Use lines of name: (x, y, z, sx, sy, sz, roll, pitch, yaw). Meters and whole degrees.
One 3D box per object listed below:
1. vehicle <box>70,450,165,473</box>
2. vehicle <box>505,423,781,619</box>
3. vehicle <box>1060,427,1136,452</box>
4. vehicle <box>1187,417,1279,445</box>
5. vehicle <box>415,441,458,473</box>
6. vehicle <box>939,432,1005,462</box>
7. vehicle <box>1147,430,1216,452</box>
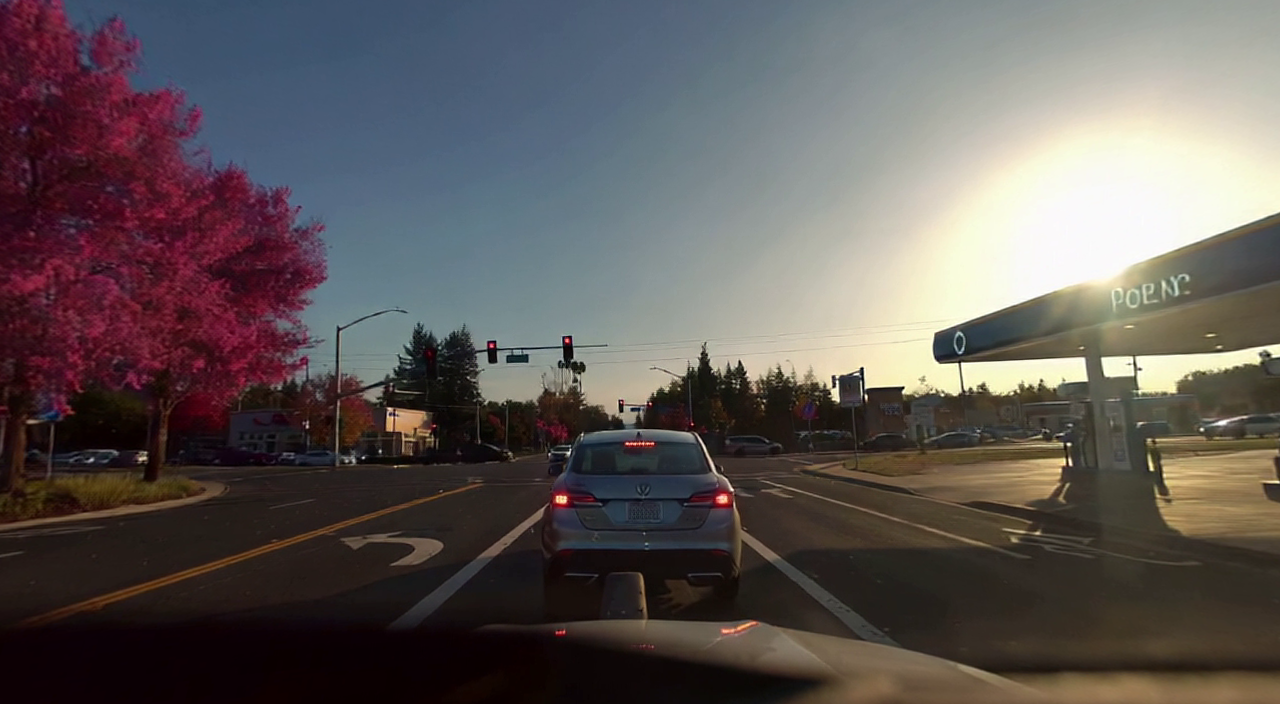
vehicle: (-37.175, 7.788, 44.978, 1.889, 1.455, 4.813, -3, -9, 20)
vehicle: (0.009, 1.594, 6.933, 2.112, 1.482, 4.057, 0, -8, 0)
vehicle: (34.740, 6.624, 47.844, 4.294, 1.557, 1.744, -4, -7, 1)
vehicle: (36.321, 4.864, 38.493, 1.848, 1.581, 4.475, 0, -8, 2)
vehicle: (-12.840, 6.558, 39.564, 2.019, 1.867, 4.660, 3, -9, -23)
vehicle: (18.386, 5.242, 34.846, 2.053, 1.495, 4.091, -8, -12, 44)
vehicle: (40.946, 6.713, 47.670, 3.573, 1.432, 1.604, -3, -8, 2)
